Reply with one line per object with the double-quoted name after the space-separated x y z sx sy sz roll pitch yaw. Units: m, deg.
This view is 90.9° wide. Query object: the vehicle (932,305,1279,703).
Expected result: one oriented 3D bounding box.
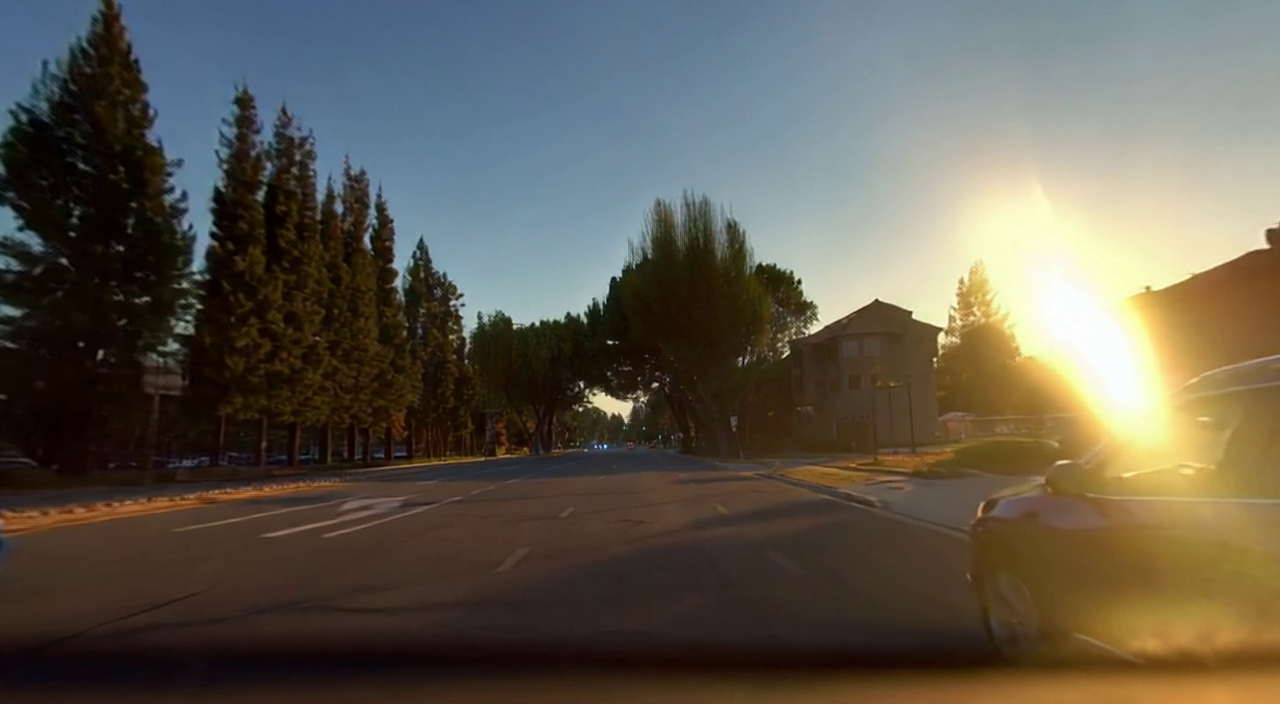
2.944 0.722 1.702 2.047 1.768 4.607 0 -9 0 "vehicle"
